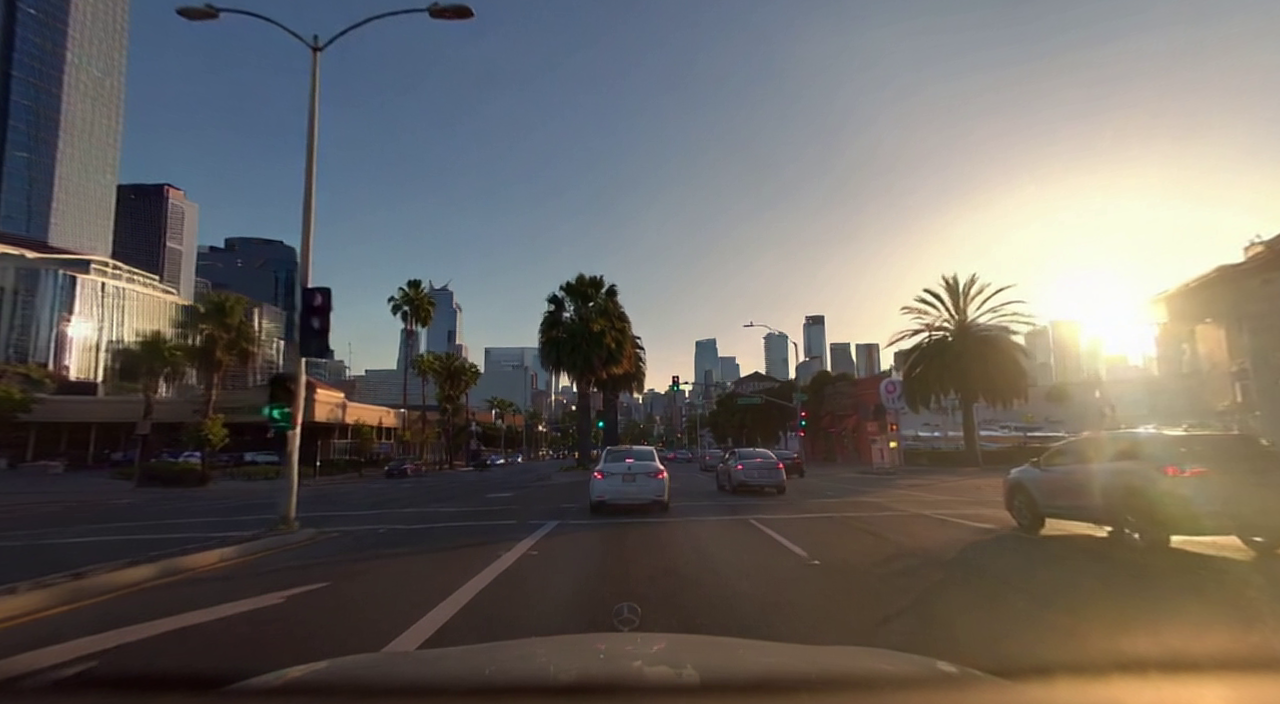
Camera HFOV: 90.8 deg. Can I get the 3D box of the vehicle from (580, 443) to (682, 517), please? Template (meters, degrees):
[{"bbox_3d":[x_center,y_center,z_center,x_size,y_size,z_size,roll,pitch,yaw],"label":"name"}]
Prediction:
[{"bbox_3d":[-0.235,2.922,14.992,2.110,1.487,3.873,0,-8,-1],"label":"vehicle"}]

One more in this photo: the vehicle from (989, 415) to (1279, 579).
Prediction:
[{"bbox_3d":[6.961,1.802,8.645,1.940,1.674,4.085,0,-8,-1],"label":"vehicle"}]

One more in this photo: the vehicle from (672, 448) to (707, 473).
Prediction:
[{"bbox_3d":[3.336,7.385,43.201,2.012,1.570,4.600,0,-8,0],"label":"vehicle"}]

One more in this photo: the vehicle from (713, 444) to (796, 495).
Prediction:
[{"bbox_3d":[3.734,3.900,21.369,1.892,1.532,4.177,0,-8,-2],"label":"vehicle"}]
